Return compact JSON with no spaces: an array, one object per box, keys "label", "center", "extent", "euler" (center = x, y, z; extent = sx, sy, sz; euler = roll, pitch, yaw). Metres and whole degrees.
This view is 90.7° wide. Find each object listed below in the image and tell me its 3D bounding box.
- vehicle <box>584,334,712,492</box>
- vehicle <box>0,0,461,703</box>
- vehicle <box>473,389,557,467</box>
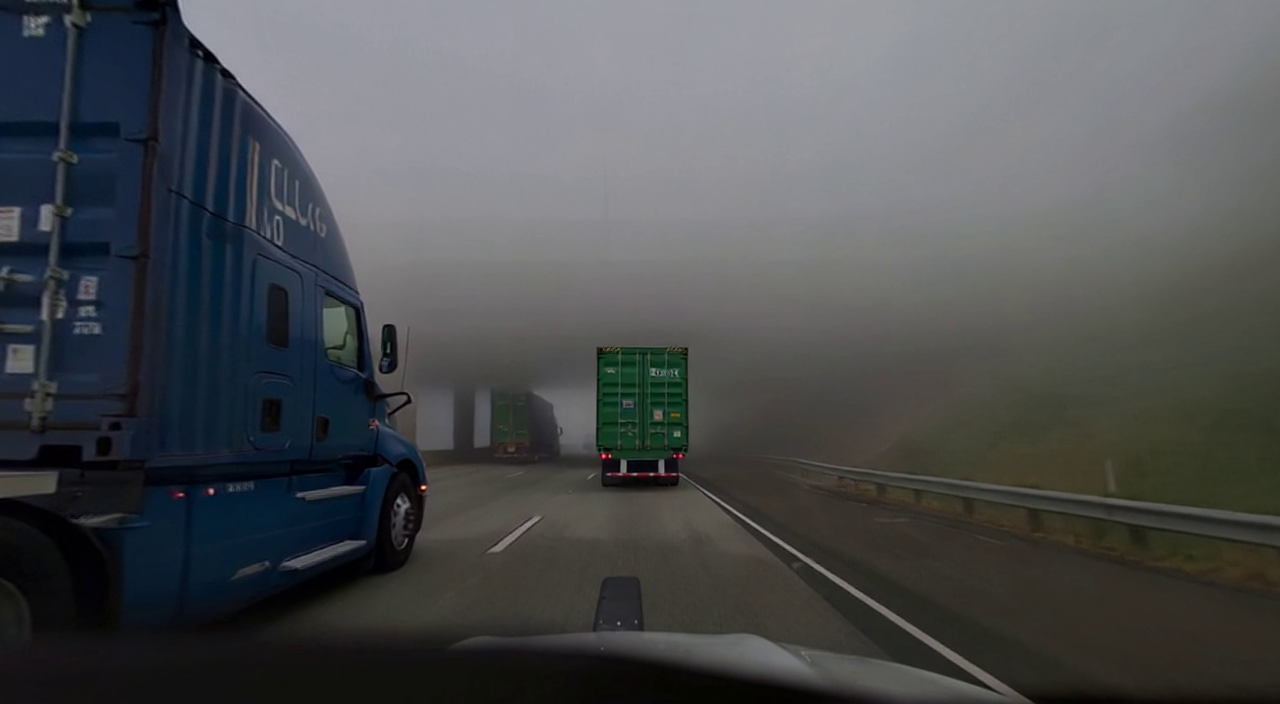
[{"label":"vehicle","center":[0.066,2.140,20.627],"extent":[3.357,4.212,7.519],"euler":[0,-9,-2]},{"label":"vehicle","center":[-3.508,-0.149,3.210],"extent":[3.187,3.949,6.963],"euler":[0,-9,-1]},{"label":"vehicle","center":[-7.418,4.912,39.680],"extent":[3.023,4.139,11.860],"euler":[0,-9,-1]}]
